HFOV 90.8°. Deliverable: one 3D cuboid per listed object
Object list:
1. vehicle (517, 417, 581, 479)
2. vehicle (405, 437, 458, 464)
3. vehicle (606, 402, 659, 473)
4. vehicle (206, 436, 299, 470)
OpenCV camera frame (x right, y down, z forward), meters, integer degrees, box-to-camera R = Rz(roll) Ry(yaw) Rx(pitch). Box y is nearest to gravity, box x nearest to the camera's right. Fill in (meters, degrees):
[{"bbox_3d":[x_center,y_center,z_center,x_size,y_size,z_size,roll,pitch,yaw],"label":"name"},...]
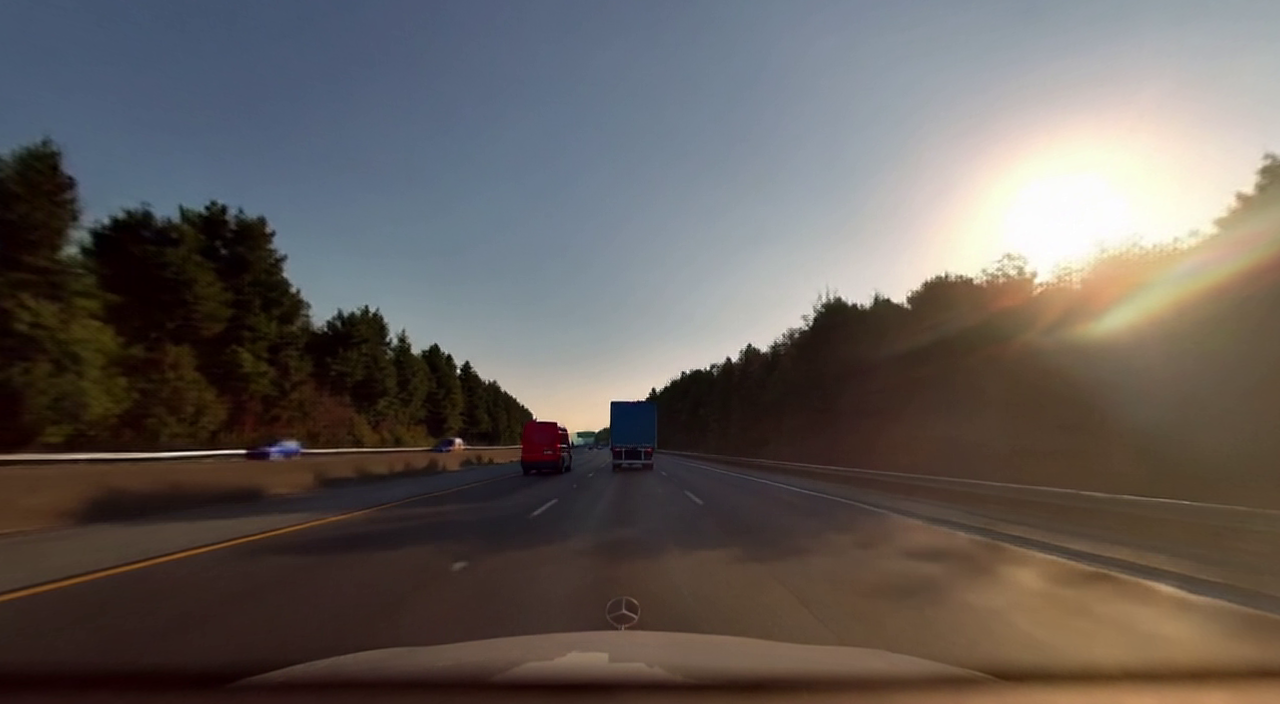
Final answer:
[{"bbox_3d":[-4.414,4.849,31.659,2.357,2.786,6.144,0,-9,-1],"label":"vehicle"},{"bbox_3d":[-13.335,6.359,40.553,1.994,1.636,4.057,0,-9,0],"label":"vehicle"},{"bbox_3d":[-0.449,5.659,41.004,2.995,4.036,10.311,0,-9,-1],"label":"vehicle"},{"bbox_3d":[-18.176,4.766,29.852,1.840,1.466,4.037,0,-9,-1],"label":"vehicle"}]
